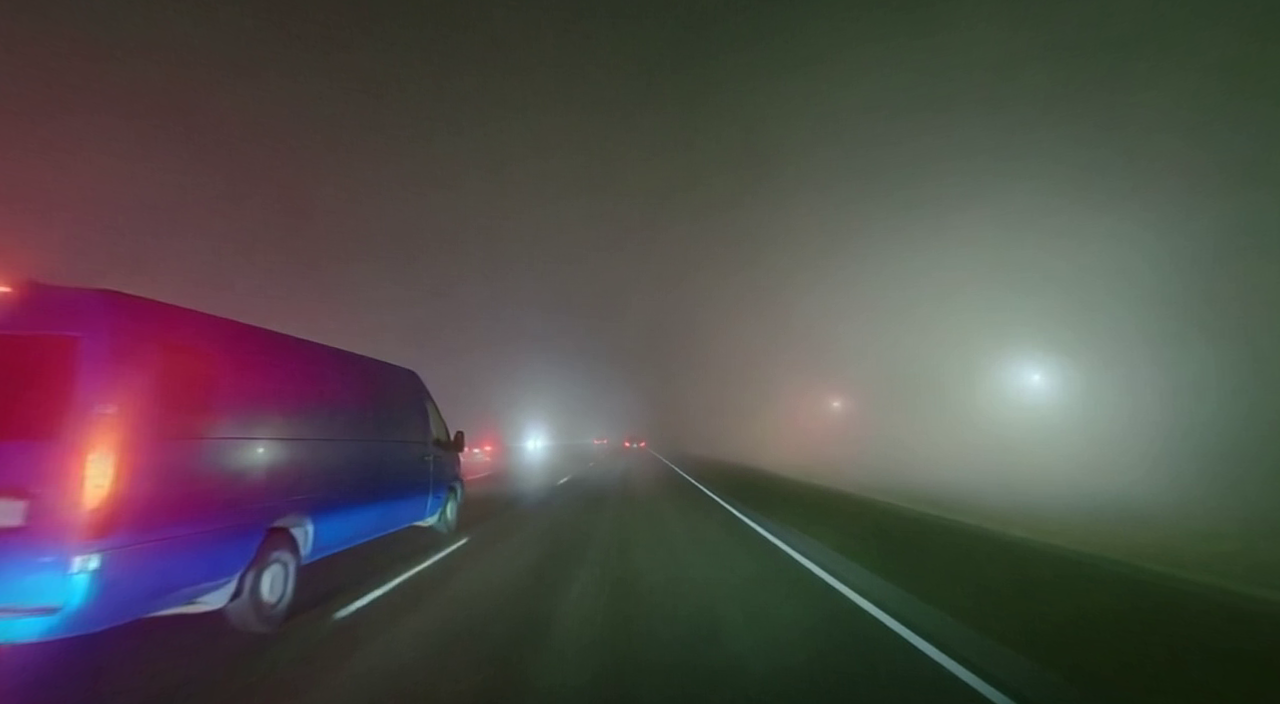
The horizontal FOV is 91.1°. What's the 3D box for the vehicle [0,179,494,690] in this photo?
[{"bbox_3d":[-3.684,0.870,7.081,2.428,2.782,7.330,0,-8,-1],"label":"vehicle"}]
